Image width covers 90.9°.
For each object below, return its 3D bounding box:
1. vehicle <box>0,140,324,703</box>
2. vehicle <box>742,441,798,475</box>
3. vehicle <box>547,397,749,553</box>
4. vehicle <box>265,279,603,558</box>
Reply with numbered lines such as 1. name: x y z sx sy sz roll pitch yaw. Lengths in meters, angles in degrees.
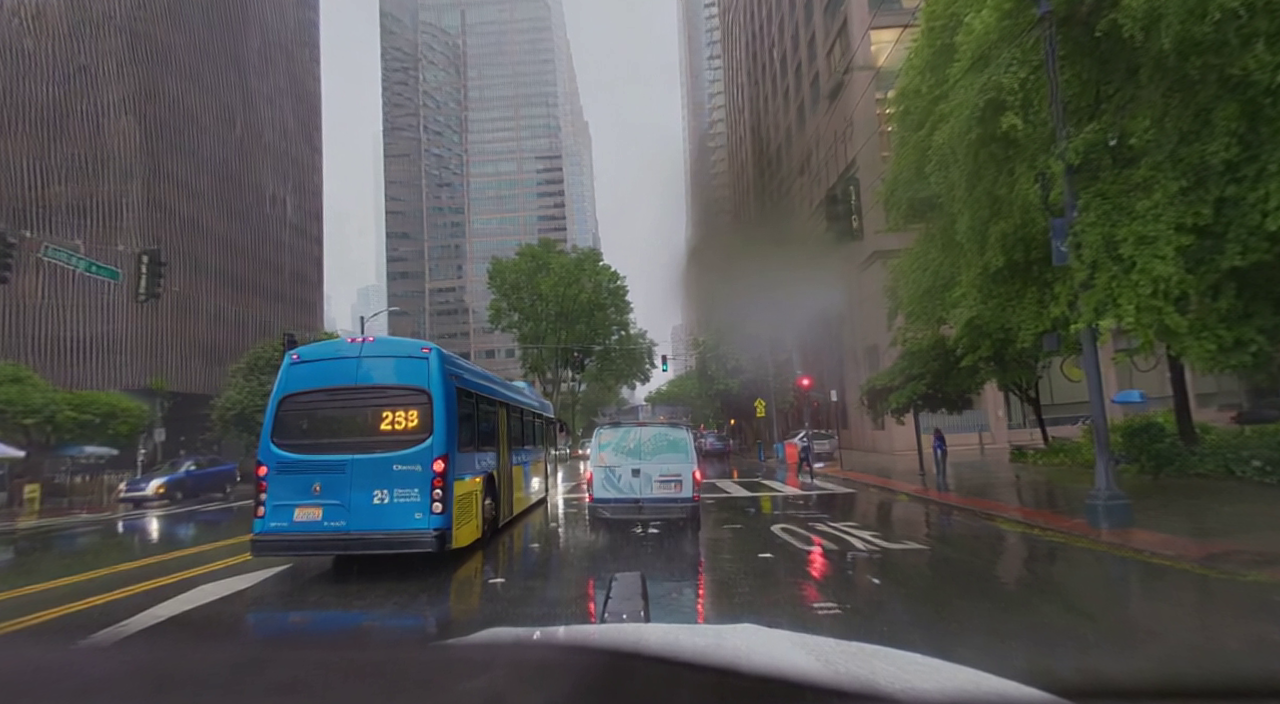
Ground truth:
1. vehicle: -2.763 0.328 0.229 2.329 2.089 5.659 0 -9 0
2. vehicle: 6.183 5.094 30.453 1.919 1.529 4.059 0 -9 1
3. vehicle: 0.121 1.856 10.057 2.500 1.912 4.270 0 -9 1
4. vehicle: -2.903 1.792 14.576 3.042 3.445 13.615 0 -9 1
